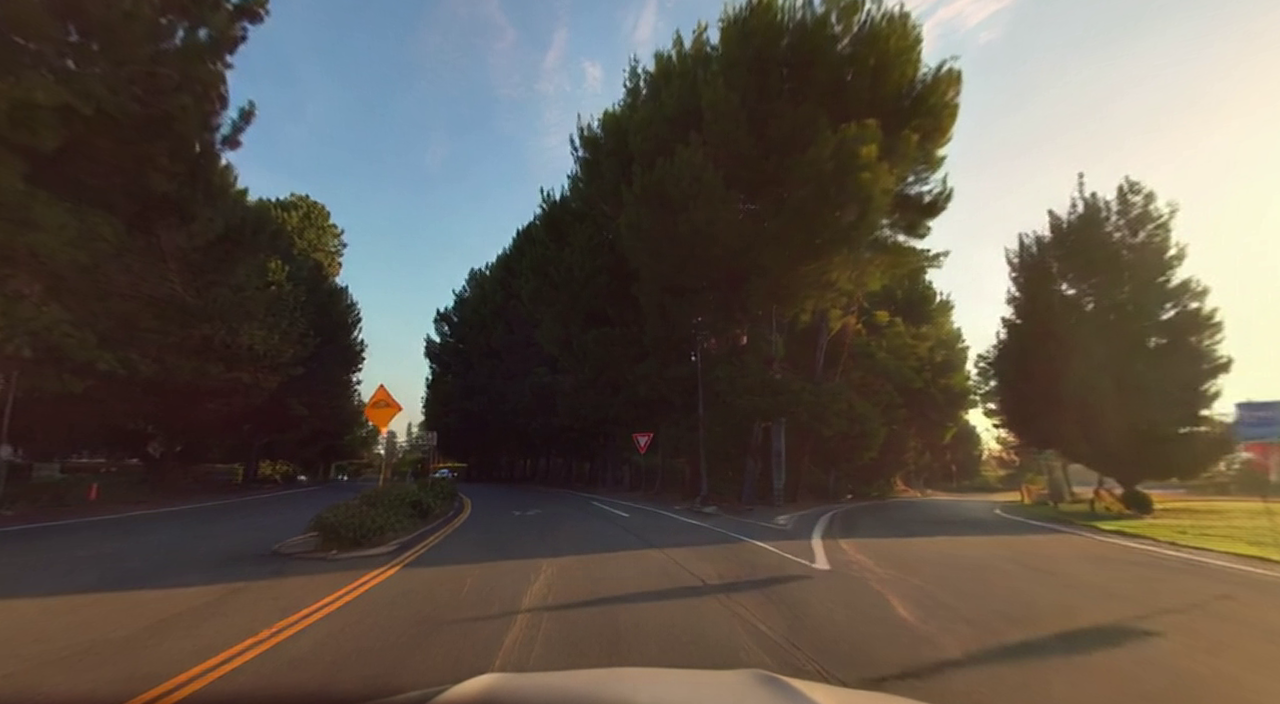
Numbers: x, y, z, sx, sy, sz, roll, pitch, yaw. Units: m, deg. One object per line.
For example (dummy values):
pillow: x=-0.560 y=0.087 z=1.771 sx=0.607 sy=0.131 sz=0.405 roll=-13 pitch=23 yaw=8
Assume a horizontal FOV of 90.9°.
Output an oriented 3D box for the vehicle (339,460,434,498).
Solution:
vehicle: x=-11.570 y=5.837 z=29.079 sx=1.889 sy=1.583 sz=3.992 roll=-2 pitch=-11 yaw=17
